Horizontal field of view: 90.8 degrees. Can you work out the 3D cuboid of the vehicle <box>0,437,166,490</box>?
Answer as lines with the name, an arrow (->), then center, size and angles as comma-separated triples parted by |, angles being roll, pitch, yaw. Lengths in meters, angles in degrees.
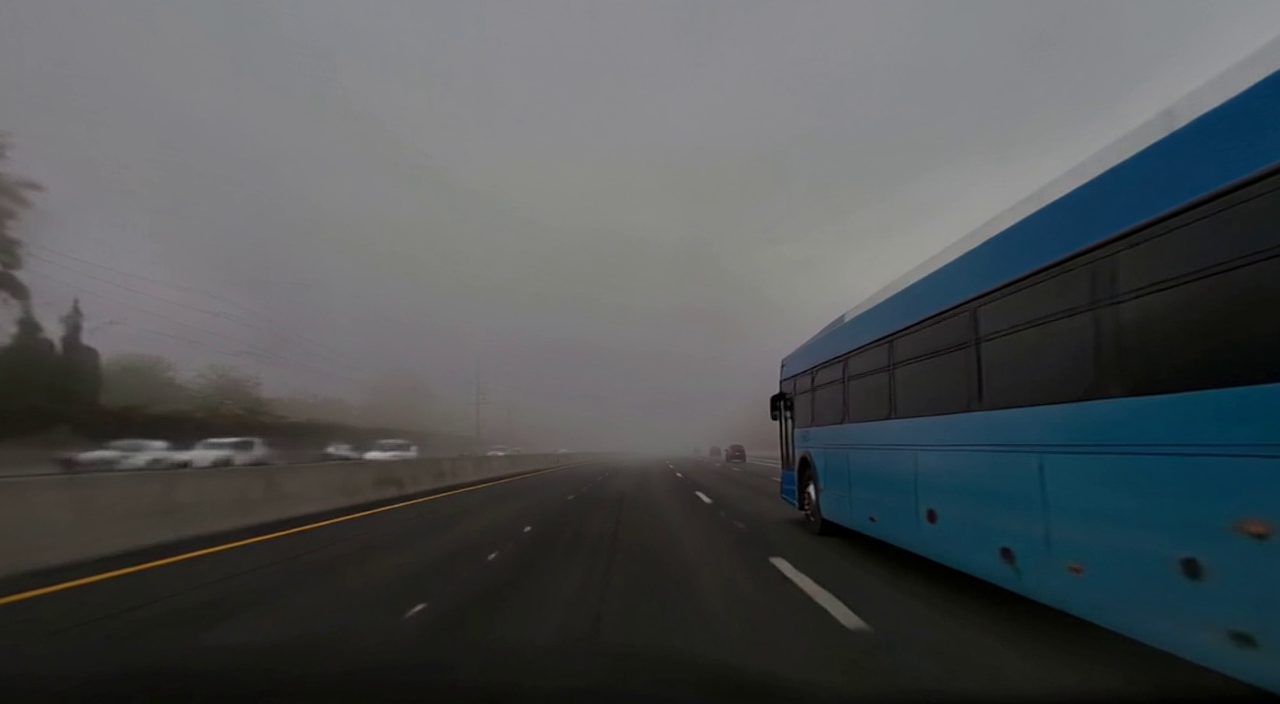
vehicle -> -21.500, 4.280, 24.626 | 2.153, 1.821, 4.865 | 0, -8, 1

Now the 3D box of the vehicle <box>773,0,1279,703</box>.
vehicle -> 4.160, 0.264, 5.237 | 3.144, 3.580, 14.591 | 0, -8, 1

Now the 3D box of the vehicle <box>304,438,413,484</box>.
vehicle -> -11.030, 4.279, 25.203 | 2.165, 1.646, 4.553 | 0, -8, 1

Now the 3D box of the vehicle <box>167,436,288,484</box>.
vehicle -> -17.517, 4.583, 27.148 | 1.979, 1.859, 4.587 | 0, -8, 1

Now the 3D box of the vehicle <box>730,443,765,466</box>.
vehicle -> 8.117, 7.737, 47.917 | 2.032, 1.654, 4.089 | 0, -8, 1
